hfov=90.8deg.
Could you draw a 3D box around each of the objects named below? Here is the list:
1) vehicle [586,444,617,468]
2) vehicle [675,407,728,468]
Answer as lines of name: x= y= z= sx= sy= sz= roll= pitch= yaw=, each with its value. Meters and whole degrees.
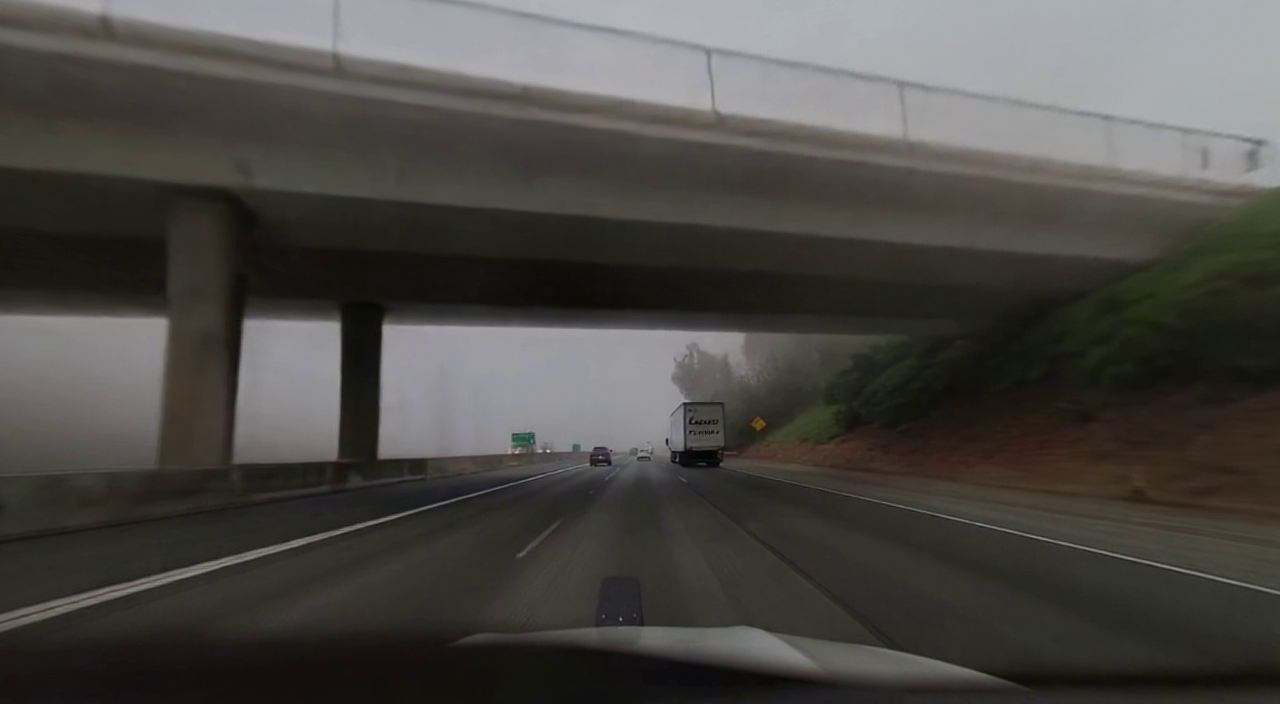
vehicle: x=-2.805 y=7.663 z=46.738 sx=2.052 sy=1.654 sz=4.303 roll=0 pitch=-9 yaw=0
vehicle: x=4.314 y=6.304 z=45.921 sx=2.885 sy=3.992 sz=8.526 roll=0 pitch=-9 yaw=0
